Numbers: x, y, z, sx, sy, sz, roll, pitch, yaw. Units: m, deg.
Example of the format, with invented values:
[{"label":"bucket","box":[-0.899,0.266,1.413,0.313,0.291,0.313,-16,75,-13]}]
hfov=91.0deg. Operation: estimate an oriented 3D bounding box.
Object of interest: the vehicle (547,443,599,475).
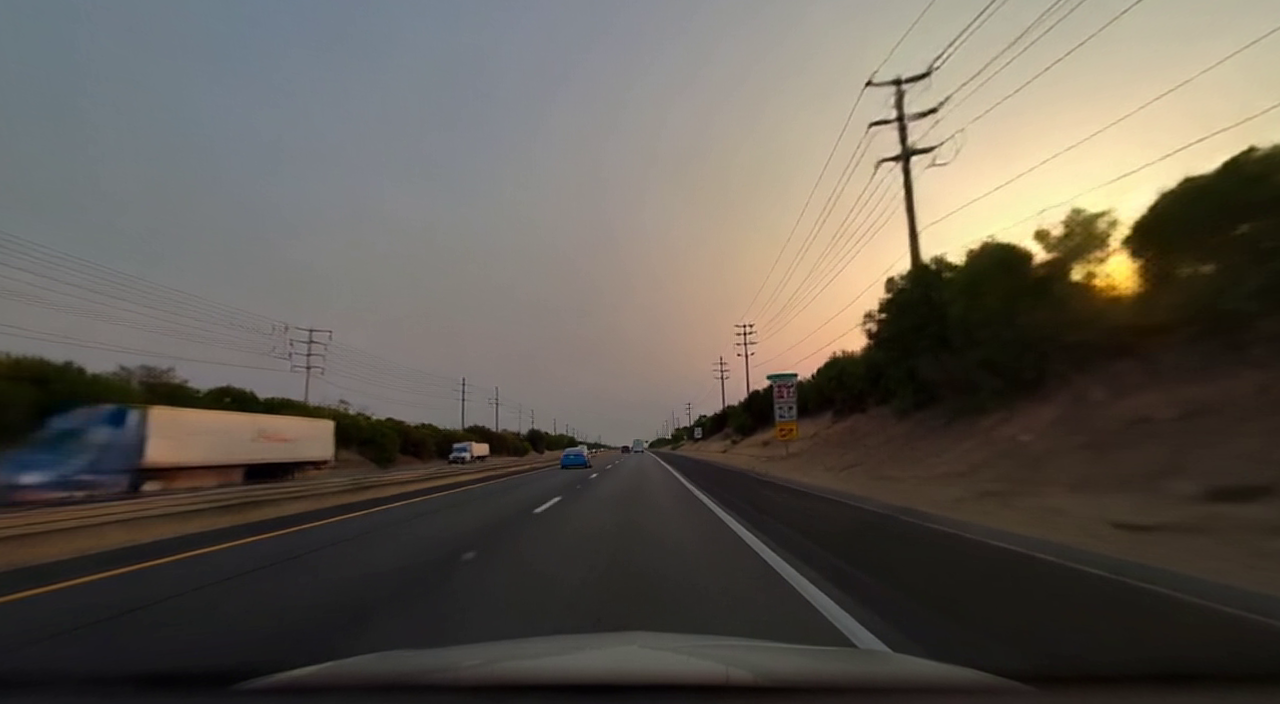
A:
[{"label":"vehicle","box":[-3.412,5.554,32.888,2.106,1.543,4.465,0,-9,1]}]

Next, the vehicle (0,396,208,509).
[{"label":"vehicle","box":[-24.735,4.542,28.738,3.332,4.300,9.078,0,-9,1]}]
